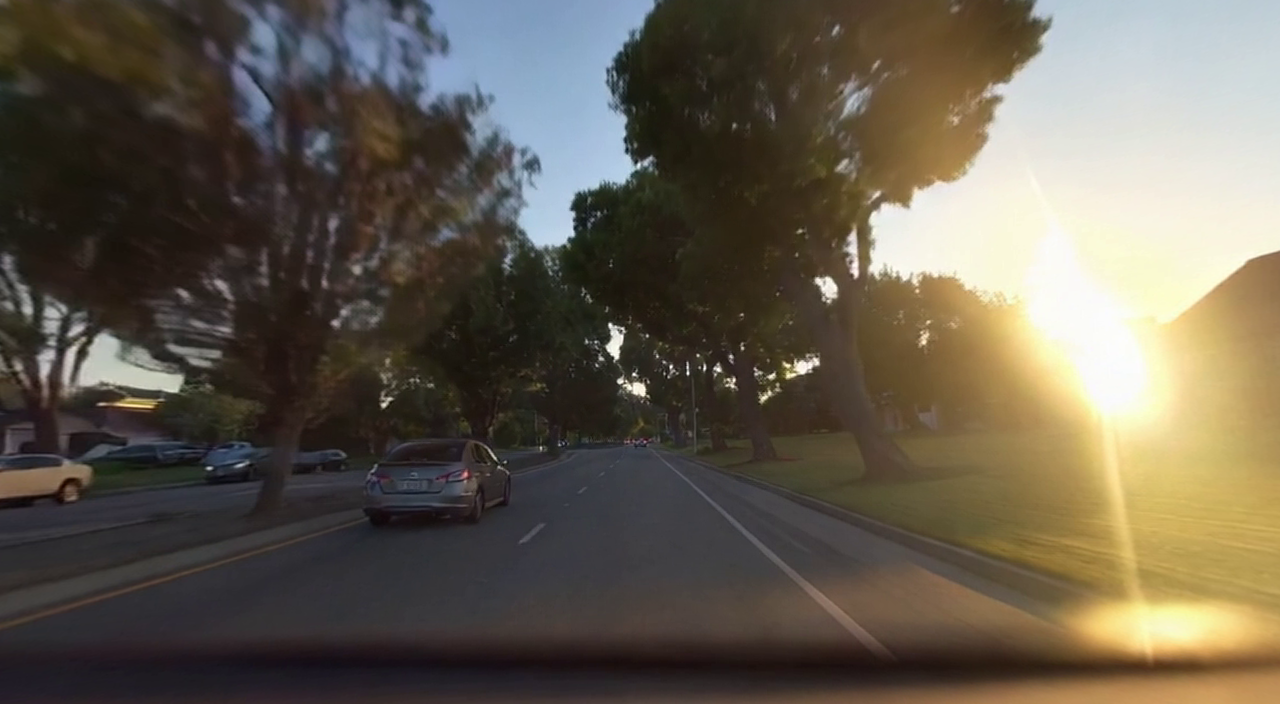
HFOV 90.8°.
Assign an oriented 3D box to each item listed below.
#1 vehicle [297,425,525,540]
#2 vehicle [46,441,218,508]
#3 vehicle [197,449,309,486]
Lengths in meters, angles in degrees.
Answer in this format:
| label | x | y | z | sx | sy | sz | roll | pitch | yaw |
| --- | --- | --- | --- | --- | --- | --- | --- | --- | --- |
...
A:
| label | x | y | z | sx | sy | sz | roll | pitch | yaw |
| --- | --- | --- | --- | --- | --- | --- | --- | --- | --- |
| vehicle | -3.435 | 2.058 | 10.725 | 2.020 | 1.478 | 4.890 | 0 | -8 | 0 |
| vehicle | -17.621 | 4.191 | 22.329 | 2.196 | 1.760 | 4.871 | -4 | -6 | -1 |
| vehicle | -17.596 | 5.248 | 29.060 | 2.101 | 1.503 | 4.778 | 0 | -8 | 0 |
